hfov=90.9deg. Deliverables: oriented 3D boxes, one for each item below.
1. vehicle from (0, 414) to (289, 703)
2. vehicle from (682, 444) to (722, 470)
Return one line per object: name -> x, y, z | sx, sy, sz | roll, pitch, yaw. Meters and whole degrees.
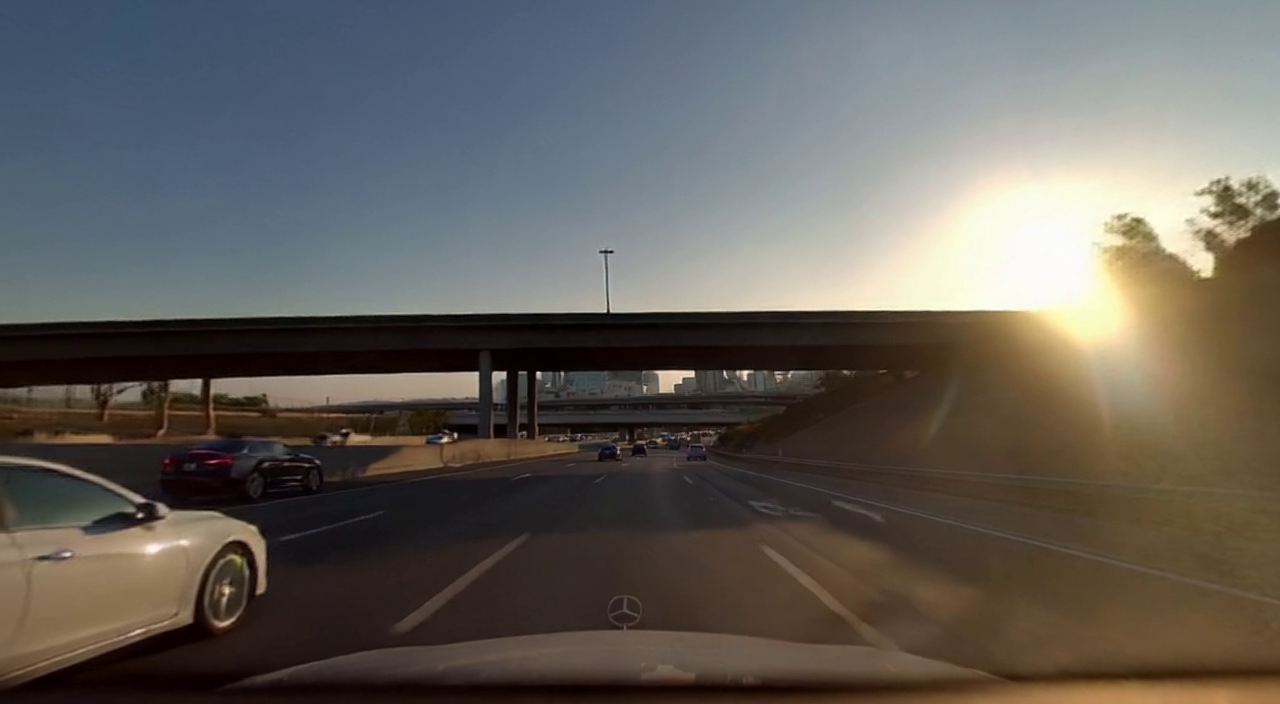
vehicle -> -3.766, 1.012, 2.677 | 1.990, 1.477, 4.308 | 0, -8, 1
vehicle -> 3.841, 6.597, 39.935 | 2.059, 1.509, 4.670 | 0, -8, 0
